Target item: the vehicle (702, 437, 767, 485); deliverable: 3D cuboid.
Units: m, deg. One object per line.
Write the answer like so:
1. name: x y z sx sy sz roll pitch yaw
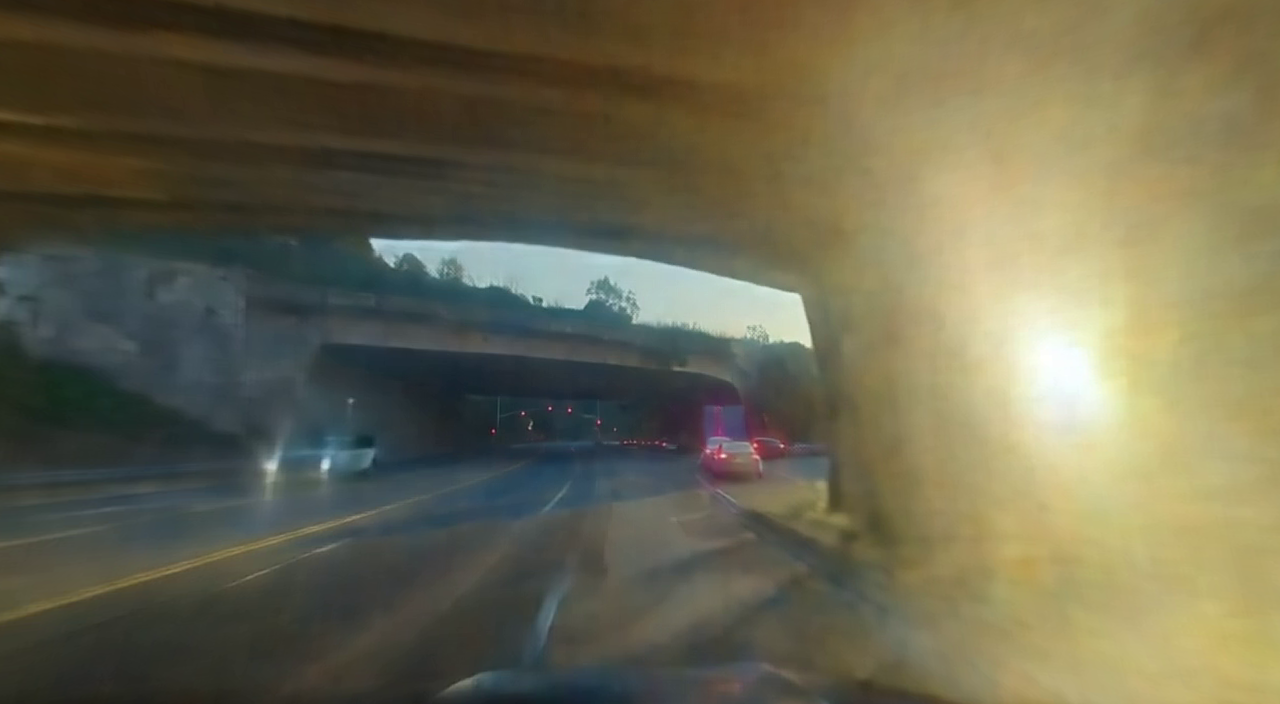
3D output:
1. vehicle: 3.153 3.689 21.712 1.947 1.475 3.962 -1 -8 5
